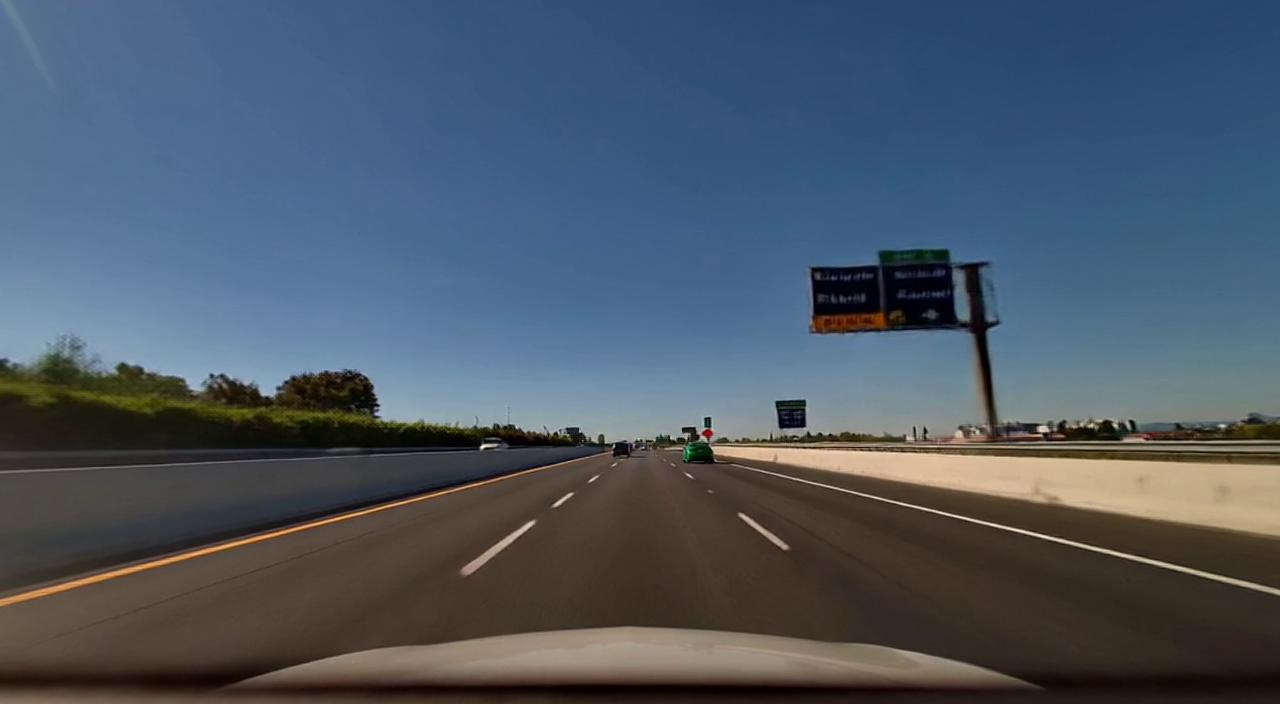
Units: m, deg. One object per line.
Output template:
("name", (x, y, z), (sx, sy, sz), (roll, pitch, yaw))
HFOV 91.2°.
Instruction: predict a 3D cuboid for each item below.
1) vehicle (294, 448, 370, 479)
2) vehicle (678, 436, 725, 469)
("vehicle", (-16.461, 5.958, 33.813), (1.899, 1.568, 4.182), (0, -8, 1))
("vehicle", (3.373, 5.634, 35.361), (2.202, 1.682, 4.188), (0, -8, 0))
